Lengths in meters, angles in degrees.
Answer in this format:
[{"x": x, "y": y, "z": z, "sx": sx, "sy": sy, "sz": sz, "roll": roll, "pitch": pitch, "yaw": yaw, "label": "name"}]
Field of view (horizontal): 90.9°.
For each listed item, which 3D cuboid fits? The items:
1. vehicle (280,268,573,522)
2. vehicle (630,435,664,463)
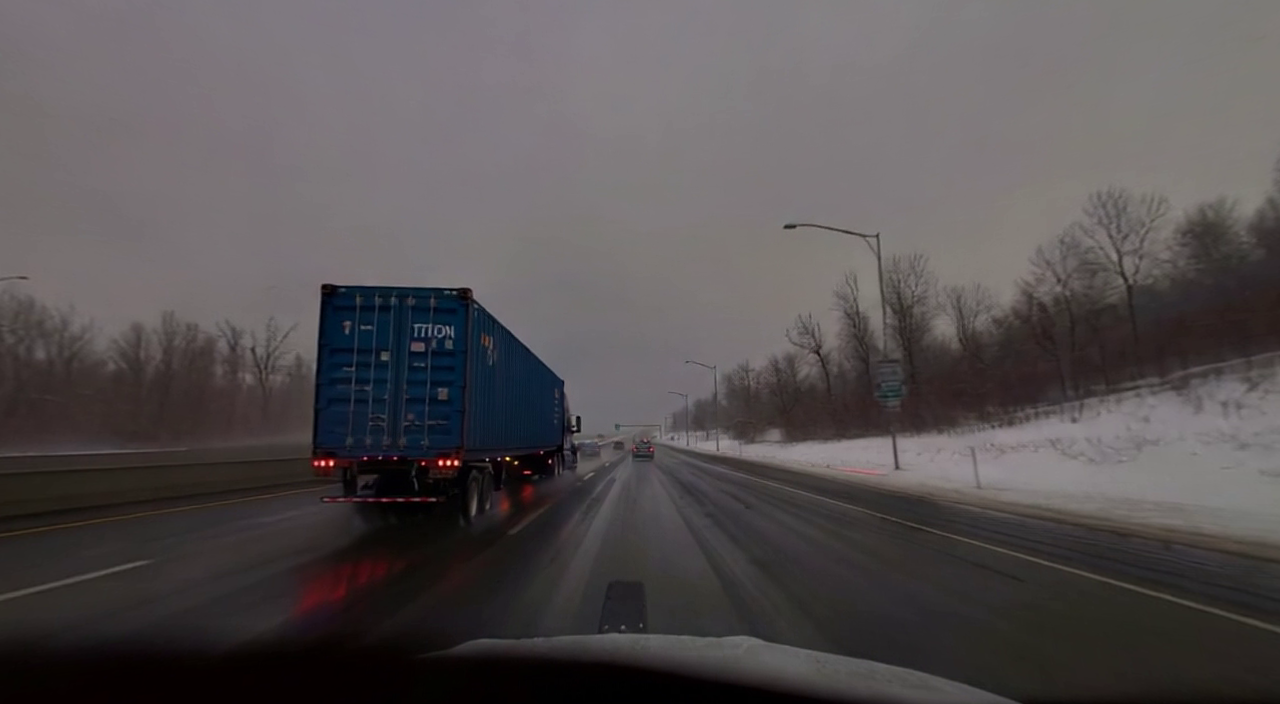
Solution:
[{"x": -4.052, "y": 1.596, "z": 16.677, "sx": 2.840, "sy": 4.032, "sz": 13.388, "roll": 0, "pitch": -8, "yaw": 1, "label": "vehicle"}, {"x": 0.442, "y": 6.342, "z": 41.483, "sx": 2.136, "sy": 1.718, "sz": 4.157, "roll": 0, "pitch": -8, "yaw": 0, "label": "vehicle"}]
